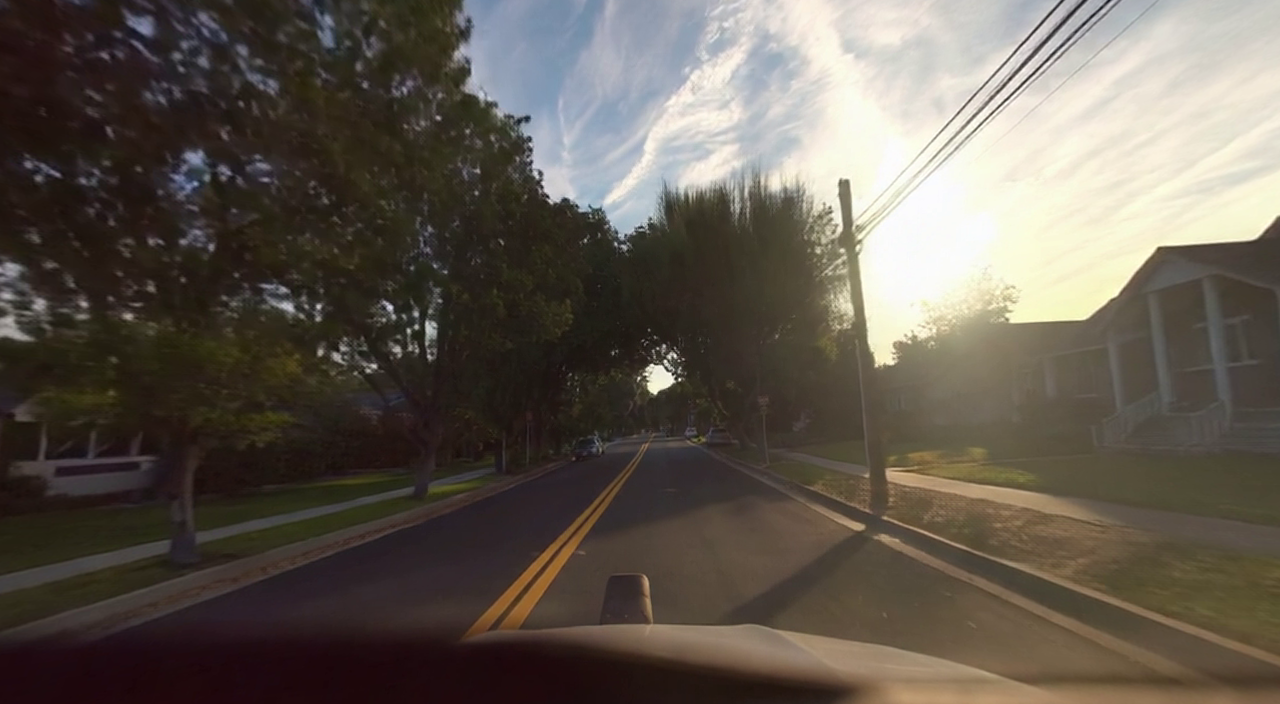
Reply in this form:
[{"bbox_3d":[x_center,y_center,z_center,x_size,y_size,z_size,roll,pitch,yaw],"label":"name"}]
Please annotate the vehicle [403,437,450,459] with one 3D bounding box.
[{"bbox_3d":[-16.105,7.258,47.782,1.903,1.500,4.214,-3,-8,3],"label":"vehicle"}]
